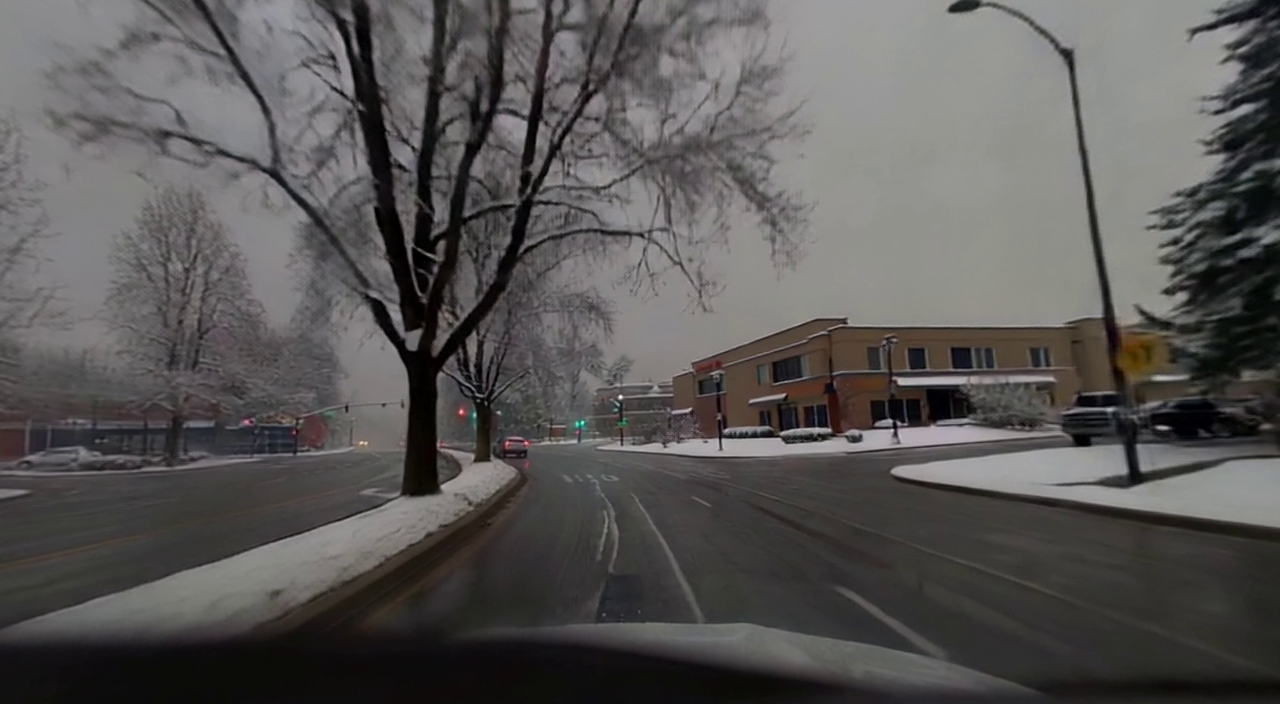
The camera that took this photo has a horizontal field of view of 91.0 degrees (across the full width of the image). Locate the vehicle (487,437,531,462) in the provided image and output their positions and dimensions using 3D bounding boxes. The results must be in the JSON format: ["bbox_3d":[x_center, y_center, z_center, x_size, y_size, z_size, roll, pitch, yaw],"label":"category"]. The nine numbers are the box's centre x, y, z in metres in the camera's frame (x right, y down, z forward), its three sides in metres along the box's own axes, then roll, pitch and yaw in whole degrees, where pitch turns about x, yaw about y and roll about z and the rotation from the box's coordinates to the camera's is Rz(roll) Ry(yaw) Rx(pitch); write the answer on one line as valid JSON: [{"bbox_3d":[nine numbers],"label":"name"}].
[{"bbox_3d":[-8.530,6.330,40.845,2.018,1.512,4.304,3,-9,-22],"label":"vehicle"}]
